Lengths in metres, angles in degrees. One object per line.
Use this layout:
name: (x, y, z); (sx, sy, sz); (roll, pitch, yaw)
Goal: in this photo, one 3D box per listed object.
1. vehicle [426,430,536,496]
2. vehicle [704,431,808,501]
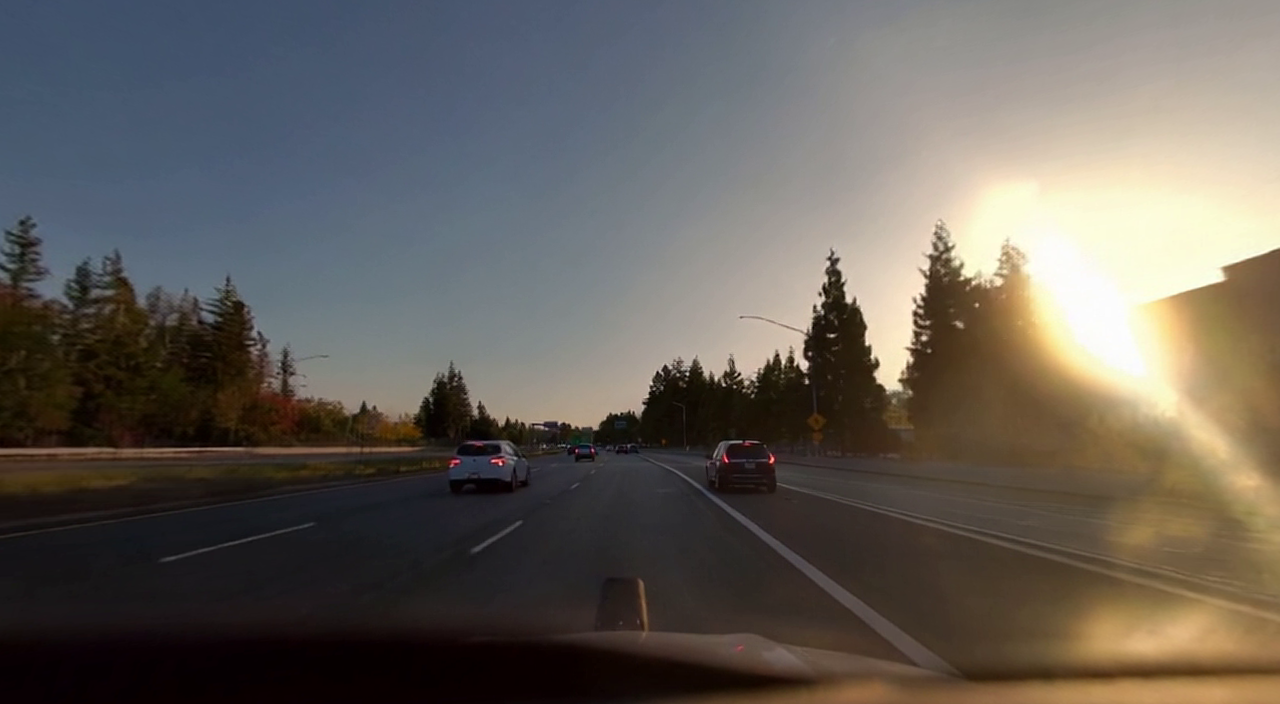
vehicle: (-4.726, 3.369, 19.642); (2.176, 1.779, 4.755); (0, -8, 0)
vehicle: (3.037, 3.091, 17.548); (1.997, 1.686, 4.247); (0, -8, -1)
